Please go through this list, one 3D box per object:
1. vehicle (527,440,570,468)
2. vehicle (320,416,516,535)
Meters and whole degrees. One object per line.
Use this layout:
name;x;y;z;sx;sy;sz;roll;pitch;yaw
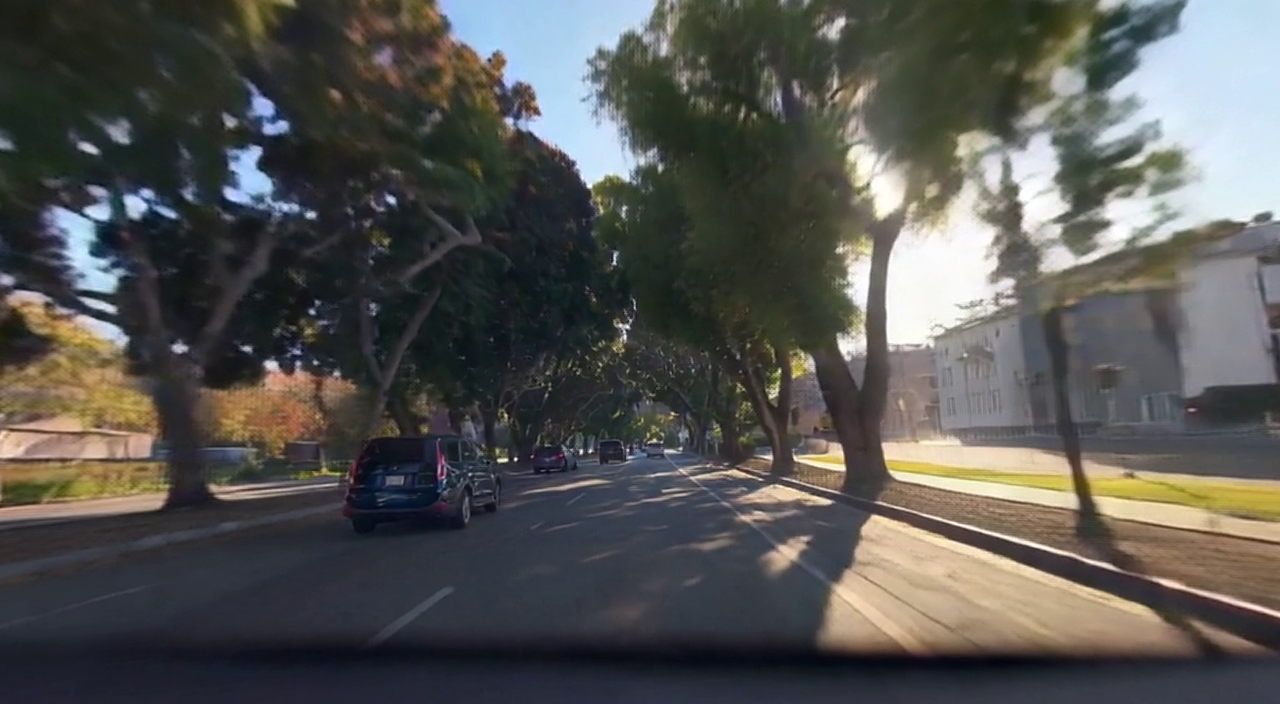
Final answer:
vehicle;-5.874;6.619;41.059;1.985;1.708;4.310;-1;-8;2
vehicle;-3.792;2.179;11.772;2.123;1.761;4.322;-1;-8;-1
